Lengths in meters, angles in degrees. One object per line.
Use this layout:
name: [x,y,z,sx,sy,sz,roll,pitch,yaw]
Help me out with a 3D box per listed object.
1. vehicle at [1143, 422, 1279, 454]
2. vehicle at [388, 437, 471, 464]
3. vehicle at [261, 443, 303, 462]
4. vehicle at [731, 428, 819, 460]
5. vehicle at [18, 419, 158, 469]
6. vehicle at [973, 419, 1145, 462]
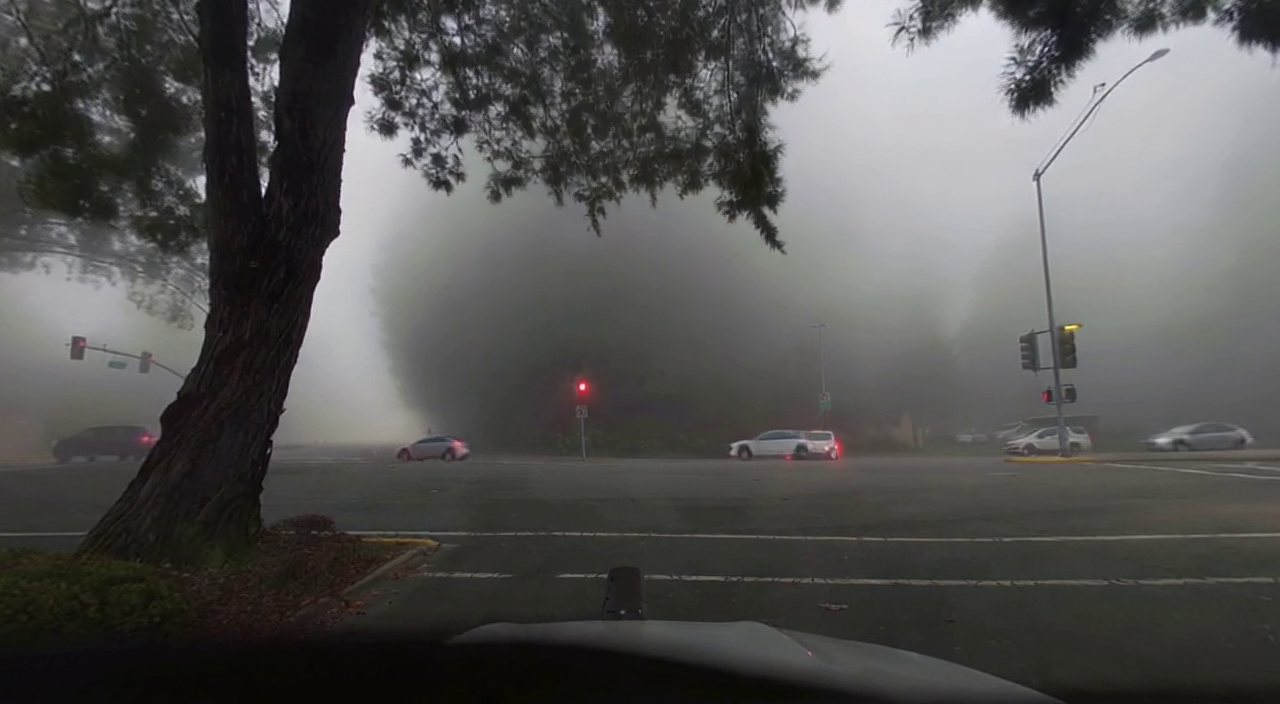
vehicle: [28.106,4.259,31.048,4.801,1.494,1.915,-2,-9,10]
vehicle: [-12.808,6.009,38.521,4.370,1.592,1.886,-2,-9,11]
vehicle: [-28.046,7.878,49.626,2.235,1.417,4.272,3,-9,-21]
vehicle: [7.455,5.102,34.994,4.590,1.701,1.881,-2,-9,11]
vehicle: [-37.728,6.294,43.260,7.790,3.197,2.653,-2,-9,10]
vehicle: [15.038,3.212,22.944,4.749,1.461,1.892,-1,-9,9]
